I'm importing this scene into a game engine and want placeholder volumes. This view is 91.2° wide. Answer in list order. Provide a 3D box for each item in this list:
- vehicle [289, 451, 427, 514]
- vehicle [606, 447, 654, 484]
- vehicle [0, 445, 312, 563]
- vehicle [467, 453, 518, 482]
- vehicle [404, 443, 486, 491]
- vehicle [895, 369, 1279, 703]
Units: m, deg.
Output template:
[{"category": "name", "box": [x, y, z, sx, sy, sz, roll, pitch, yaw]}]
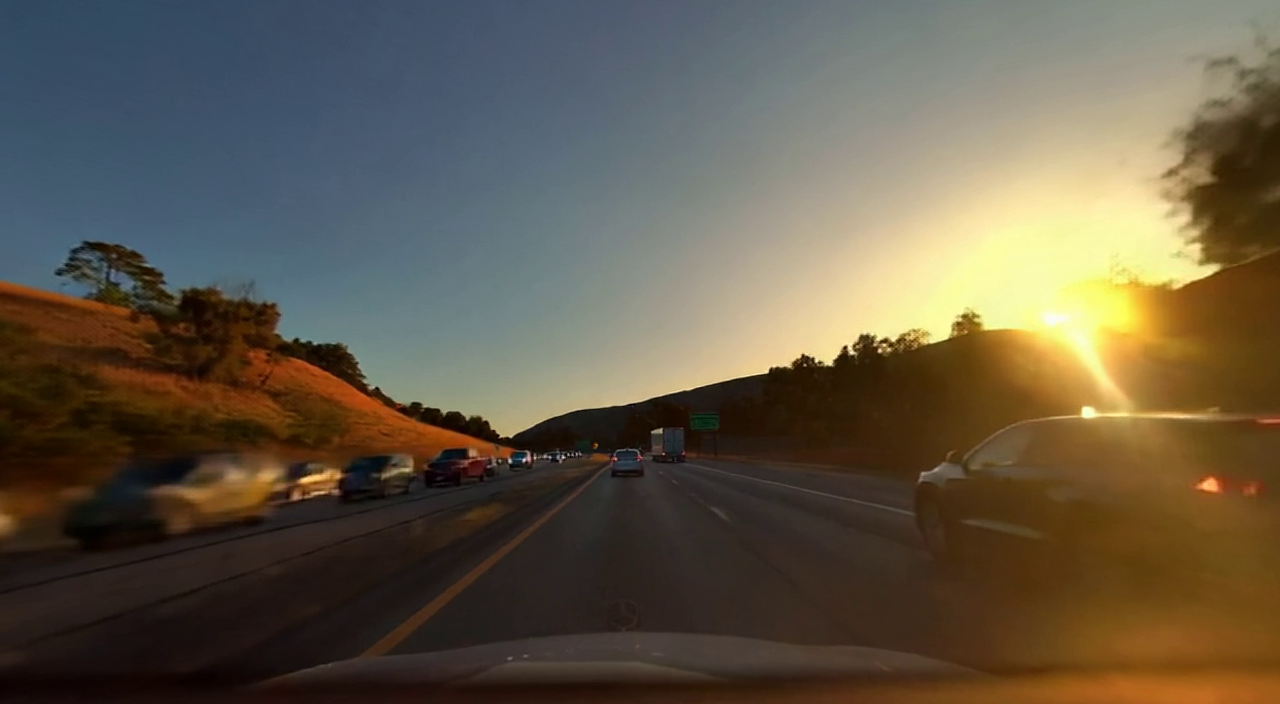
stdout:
[{"category": "vehicle", "box": [-7.717, 3.582, 17.703, 1.909, 1.523, 4.359, 0, -9, -1]}, {"category": "vehicle", "box": [-0.456, 5.005, 27.925, 1.971, 1.518, 4.108, 0, -9, -1]}, {"category": "vehicle", "box": [-7.959, 2.473, 11.004, 1.961, 1.611, 4.479, 0, -9, 0]}, {"category": "vehicle", "box": [-8.139, 6.376, 34.961, 1.917, 1.483, 4.289, 0, -9, -1]}, {"category": "vehicle", "box": [-7.948, 4.731, 26.031, 2.019, 1.809, 4.361, 0, -9, -1]}, {"category": "vehicle", "box": [4.046, 1.244, 5.092, 2.077, 1.673, 4.267, 0, -9, -1]}]
